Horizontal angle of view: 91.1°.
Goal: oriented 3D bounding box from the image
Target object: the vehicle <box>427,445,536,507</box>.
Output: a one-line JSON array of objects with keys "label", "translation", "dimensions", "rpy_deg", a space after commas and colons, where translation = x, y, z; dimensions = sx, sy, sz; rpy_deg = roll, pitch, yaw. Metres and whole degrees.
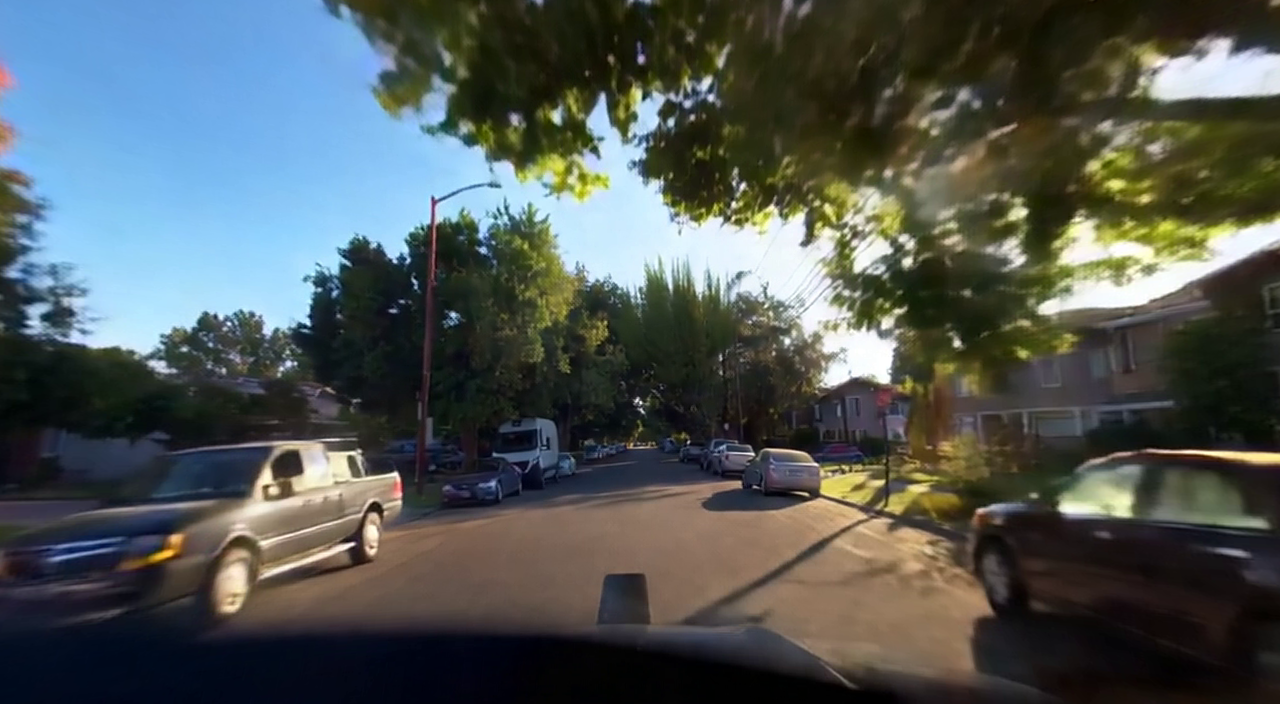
[{"label": "vehicle", "translation": [-4.713, 3.726, 19.470], "dimensions": [2.023, 1.568, 4.942], "rpy_deg": [-3, -9, 1]}]

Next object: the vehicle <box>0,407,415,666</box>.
[{"label": "vehicle", "translation": [-4.634, 1.719, 7.186], "dimensions": [2.154, 1.796, 5.294], "rpy_deg": [-2, -8, 0]}]

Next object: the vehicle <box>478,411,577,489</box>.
[{"label": "vehicle", "translation": [-4.355, 3.954, 25.480], "dimensions": [2.470, 2.613, 5.989], "rpy_deg": [-4, -9, 4]}]

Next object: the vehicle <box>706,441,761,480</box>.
[{"label": "vehicle", "translation": [4.177, 4.868, 28.587], "dimensions": [1.839, 1.520, 4.498], "rpy_deg": [3, -8, 1]}]

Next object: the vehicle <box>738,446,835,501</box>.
[{"label": "vehicle", "translation": [4.229, 3.544, 18.830], "dimensions": [1.846, 1.351, 4.272], "rpy_deg": [2, -8, -1]}]

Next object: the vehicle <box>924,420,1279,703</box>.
[{"label": "vehicle", "translation": [4.087, 1.377, 4.324], "dimensions": [2.068, 1.532, 4.663], "rpy_deg": [5, -8, 0]}]
